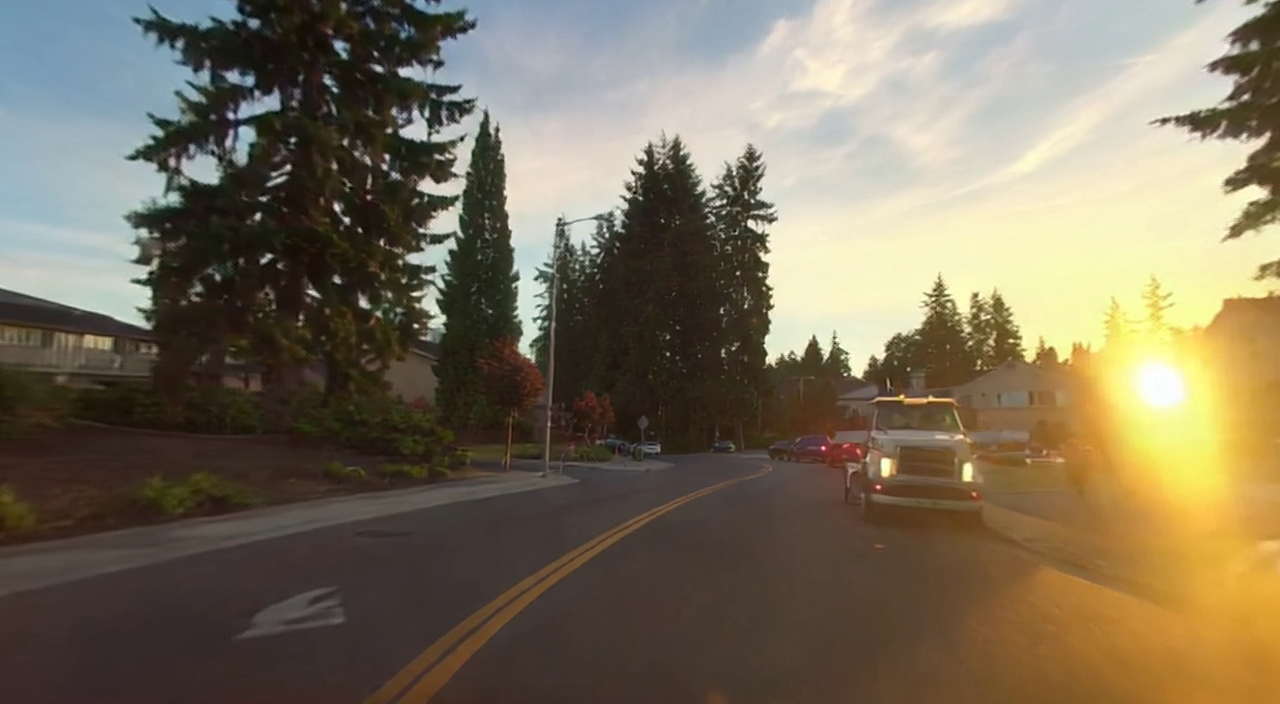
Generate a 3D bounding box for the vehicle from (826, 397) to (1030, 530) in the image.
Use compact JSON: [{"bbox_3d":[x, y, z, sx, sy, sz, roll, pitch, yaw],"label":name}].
[{"bbox_3d":[5.555,2.291,13.598,2.874,2.021,7.293,-2,-9,16],"label":"vehicle"}]
